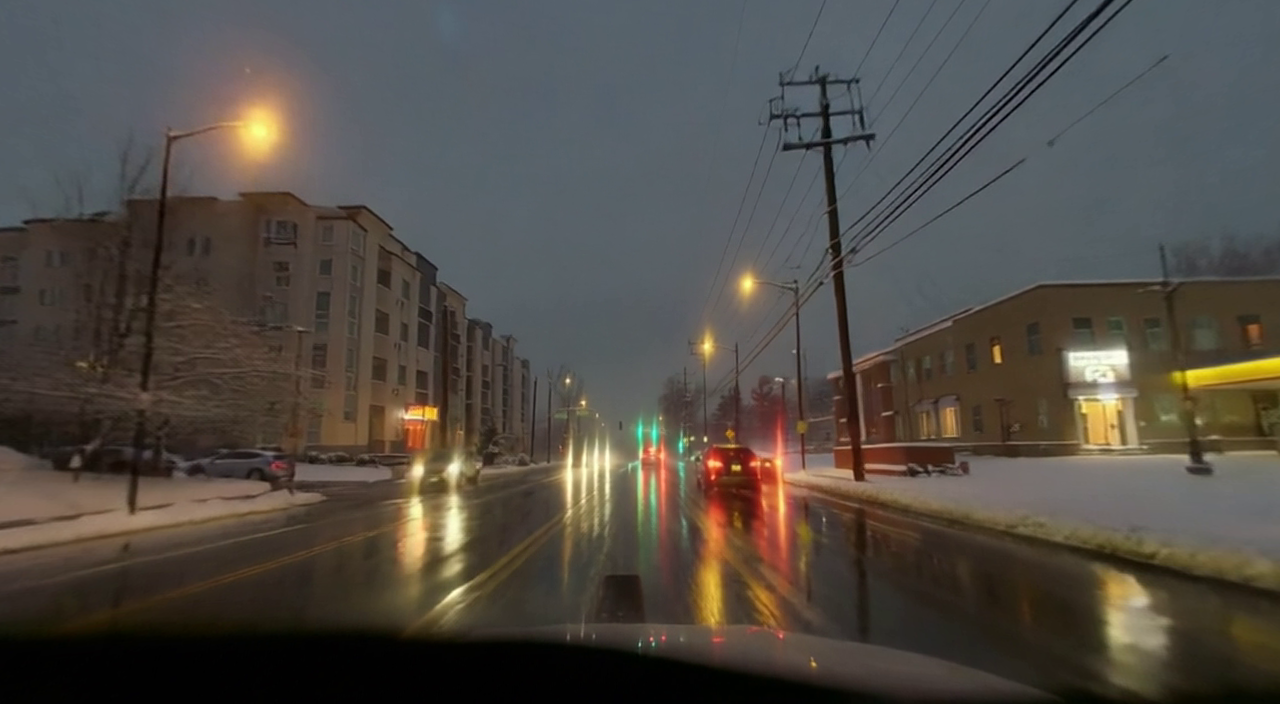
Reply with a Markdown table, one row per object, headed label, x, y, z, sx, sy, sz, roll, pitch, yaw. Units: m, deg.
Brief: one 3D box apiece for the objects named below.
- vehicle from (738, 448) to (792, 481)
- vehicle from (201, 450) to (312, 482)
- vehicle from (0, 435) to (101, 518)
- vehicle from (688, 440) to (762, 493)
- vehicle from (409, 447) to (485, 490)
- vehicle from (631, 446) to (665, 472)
| label | x | y | z | sx | sy | sz | roll | pitch | yaw |
| --- | --- | --- | --- | --- | --- | --- | --- | --- | --- |
| vehicle | 6.240 | 5.632 | 32.006 | 1.914 | 1.513 | 4.474 | 0 | -8 | 1 |
| vehicle | -18.436 | 5.479 | 30.514 | 4.182 | 1.486 | 1.808 | 0 | -8 | 1 |
| vehicle | -17.606 | 3.329 | 16.921 | 4.591 | 1.852 | 2.241 | -3 | -3 | 5 |
| vehicle | 2.889 | 3.972 | 22.308 | 1.945 | 1.647 | 4.160 | 0 | -8 | -1 |
| vehicle | -8.808 | 5.301 | 29.218 | 2.000 | 1.796 | 4.529 | 0 | -8 | 1 |
| vehicle | 0.553 | 6.642 | 39.329 | 1.999 | 1.487 | 3.939 | -1 | -8 | 2 |
